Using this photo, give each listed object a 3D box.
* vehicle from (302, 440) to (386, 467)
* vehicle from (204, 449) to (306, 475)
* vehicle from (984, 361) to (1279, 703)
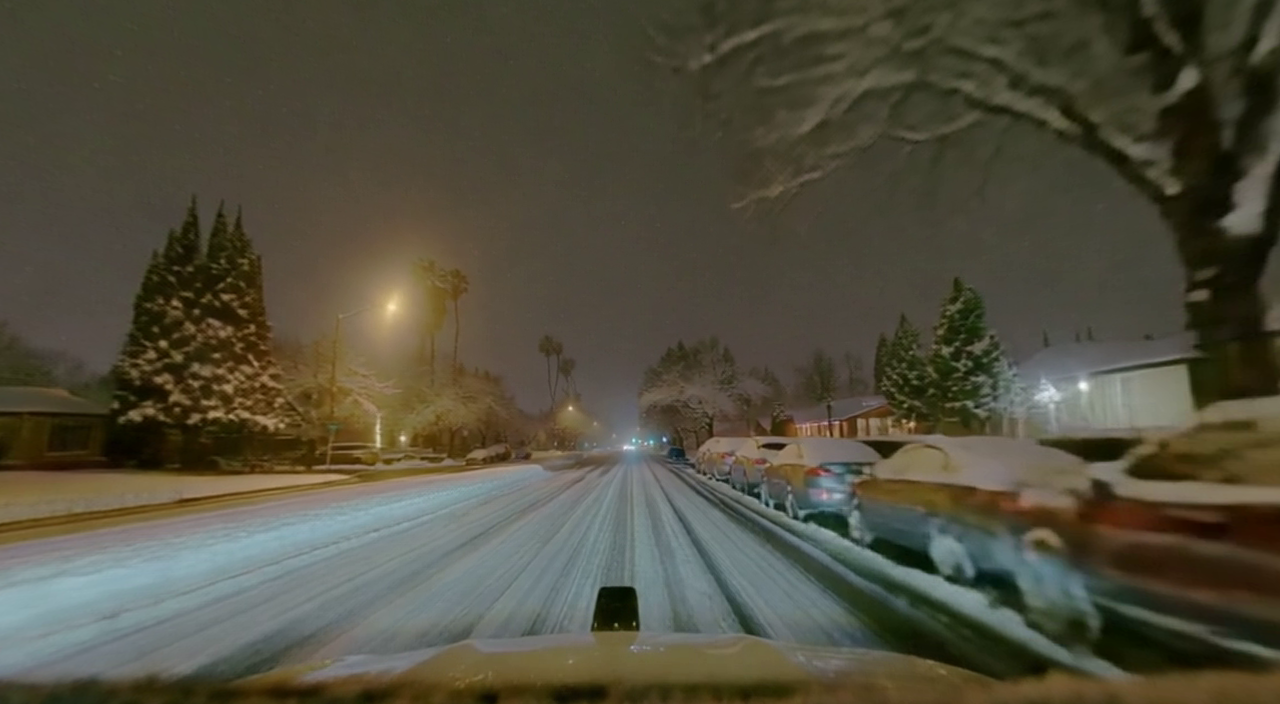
[{"bbox_3d":[-22.858,7.852,48.902,5.386,2.043,2.124,0,-9,0],"label":"vehicle"},{"bbox_3d":[-23.689,6.787,38.995,4.946,1.518,2.115,0,-9,1],"label":"vehicle"},{"bbox_3d":[3.914,0.953,3.096,1.917,1.741,4.420,0,-9,0],"label":"vehicle"}]
